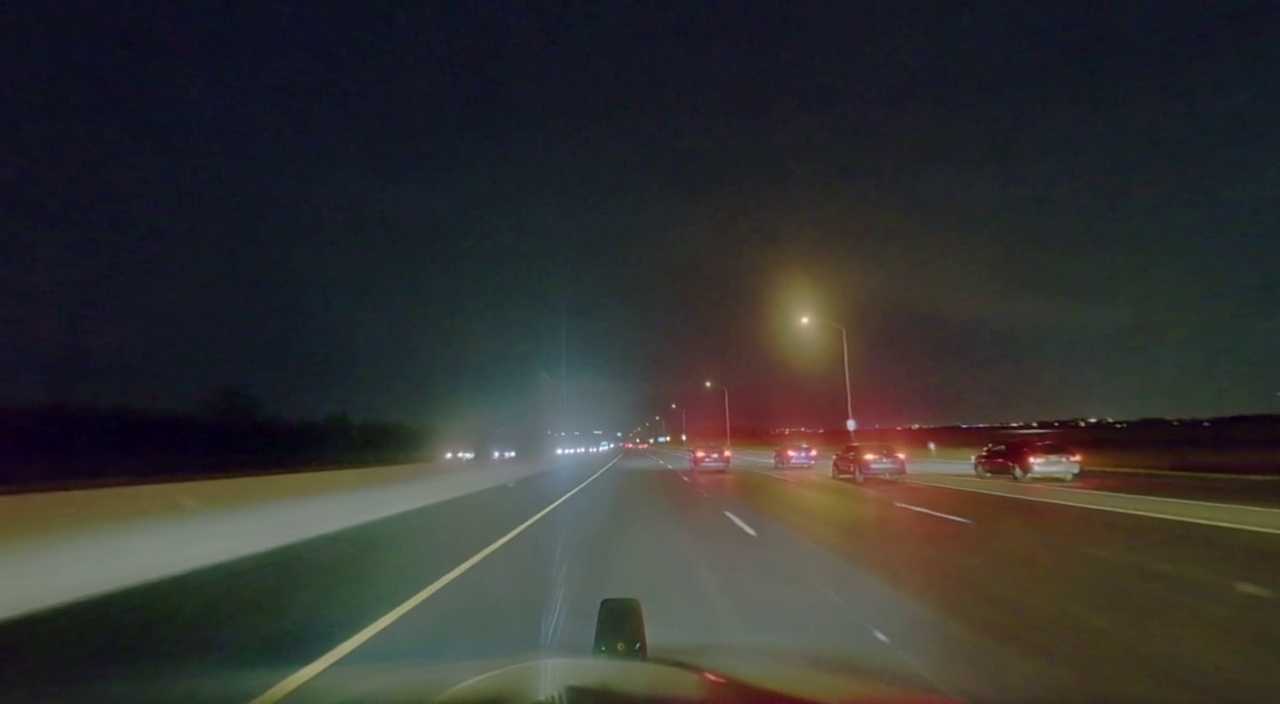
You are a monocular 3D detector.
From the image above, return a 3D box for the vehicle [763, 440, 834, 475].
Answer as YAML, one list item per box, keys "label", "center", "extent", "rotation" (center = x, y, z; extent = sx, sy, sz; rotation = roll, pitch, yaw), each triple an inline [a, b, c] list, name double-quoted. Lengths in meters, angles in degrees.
- label: "vehicle"
  center: [7.051, 4.731, 28.542]
  extent: [1.952, 1.442, 4.259]
  rotation: [0, -9, -2]

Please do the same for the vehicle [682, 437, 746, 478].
- label: "vehicle"
  center: [3.034, 4.445, 26.873]
  extent: [1.977, 1.601, 4.598]
  rotation: [0, -9, -2]

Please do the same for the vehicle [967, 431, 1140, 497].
- label: "vehicle"
  center: [10.886, 2.964, 17.069]
  extent: [1.844, 1.560, 4.085]
  rotation: [0, -9, -1]
